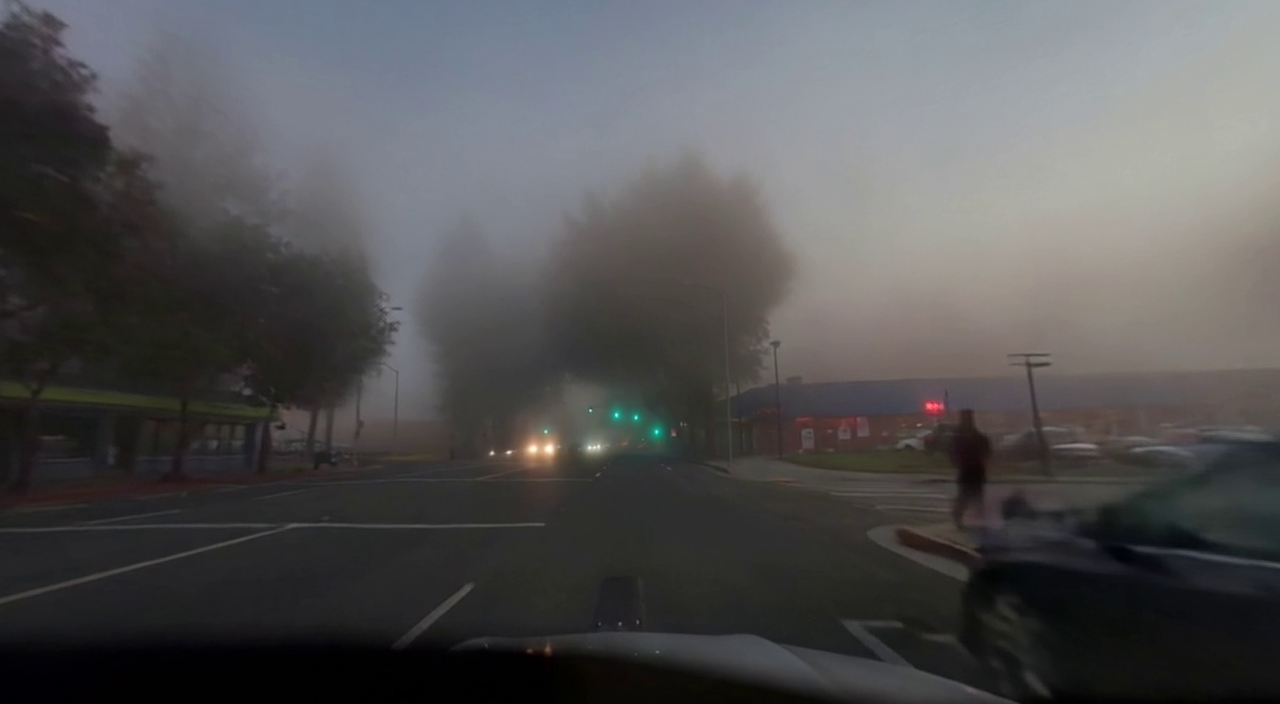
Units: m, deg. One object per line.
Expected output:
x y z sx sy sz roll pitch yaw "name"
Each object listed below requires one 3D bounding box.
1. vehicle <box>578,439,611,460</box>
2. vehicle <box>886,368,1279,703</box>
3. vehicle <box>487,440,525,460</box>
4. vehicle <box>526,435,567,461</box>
-3.328 7.221 46.941 2.122 1.469 4.388 0 -8 0 "vehicle"
2.654 0.795 1.603 2.034 1.491 4.618 1 -8 -2 "vehicle"
-10.441 7.659 49.581 2.012 1.429 4.462 0 -8 0 "vehicle"
-6.977 7.159 47.421 2.322 1.819 4.651 0 -8 0 "vehicle"
